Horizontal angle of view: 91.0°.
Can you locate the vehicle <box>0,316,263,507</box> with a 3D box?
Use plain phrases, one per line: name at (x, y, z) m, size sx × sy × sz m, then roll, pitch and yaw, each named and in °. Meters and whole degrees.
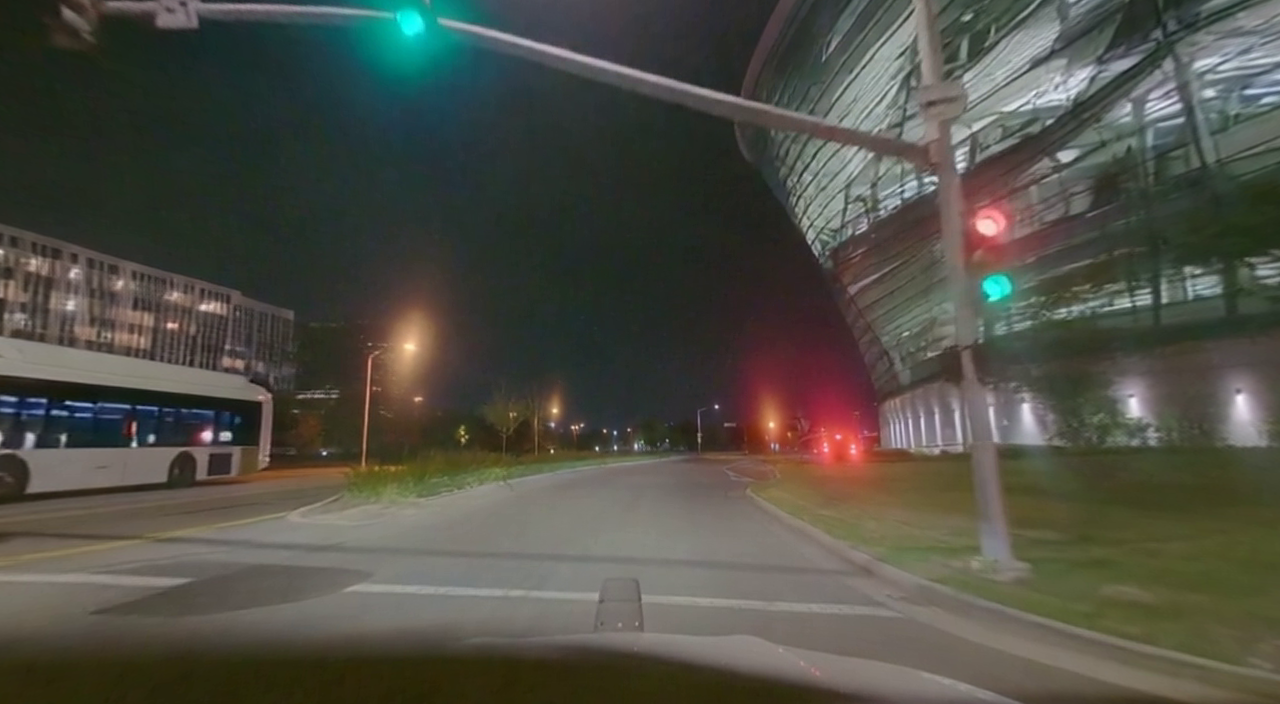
vehicle at (-15.170, 1.730, 16.625) m, size 3.014 × 4.047 × 11.442 m, roll 0°, pitch -9°, yaw 2°
